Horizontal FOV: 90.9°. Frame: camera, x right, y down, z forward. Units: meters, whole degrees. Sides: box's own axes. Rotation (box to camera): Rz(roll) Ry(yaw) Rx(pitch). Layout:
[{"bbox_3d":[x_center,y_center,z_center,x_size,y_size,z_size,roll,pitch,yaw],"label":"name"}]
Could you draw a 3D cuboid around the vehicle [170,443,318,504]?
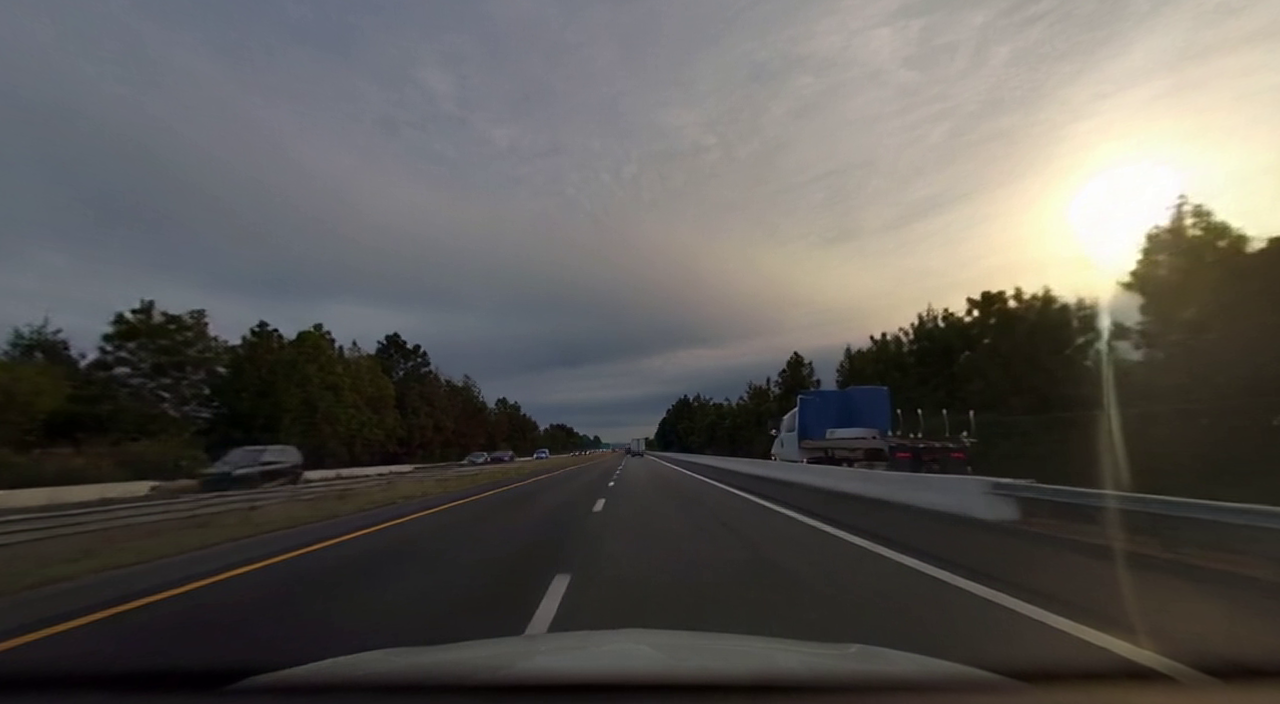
[{"bbox_3d":[-12.421,3.800,20.192,1.971,1.698,4.364,0,-9,-1],"label":"vehicle"}]
